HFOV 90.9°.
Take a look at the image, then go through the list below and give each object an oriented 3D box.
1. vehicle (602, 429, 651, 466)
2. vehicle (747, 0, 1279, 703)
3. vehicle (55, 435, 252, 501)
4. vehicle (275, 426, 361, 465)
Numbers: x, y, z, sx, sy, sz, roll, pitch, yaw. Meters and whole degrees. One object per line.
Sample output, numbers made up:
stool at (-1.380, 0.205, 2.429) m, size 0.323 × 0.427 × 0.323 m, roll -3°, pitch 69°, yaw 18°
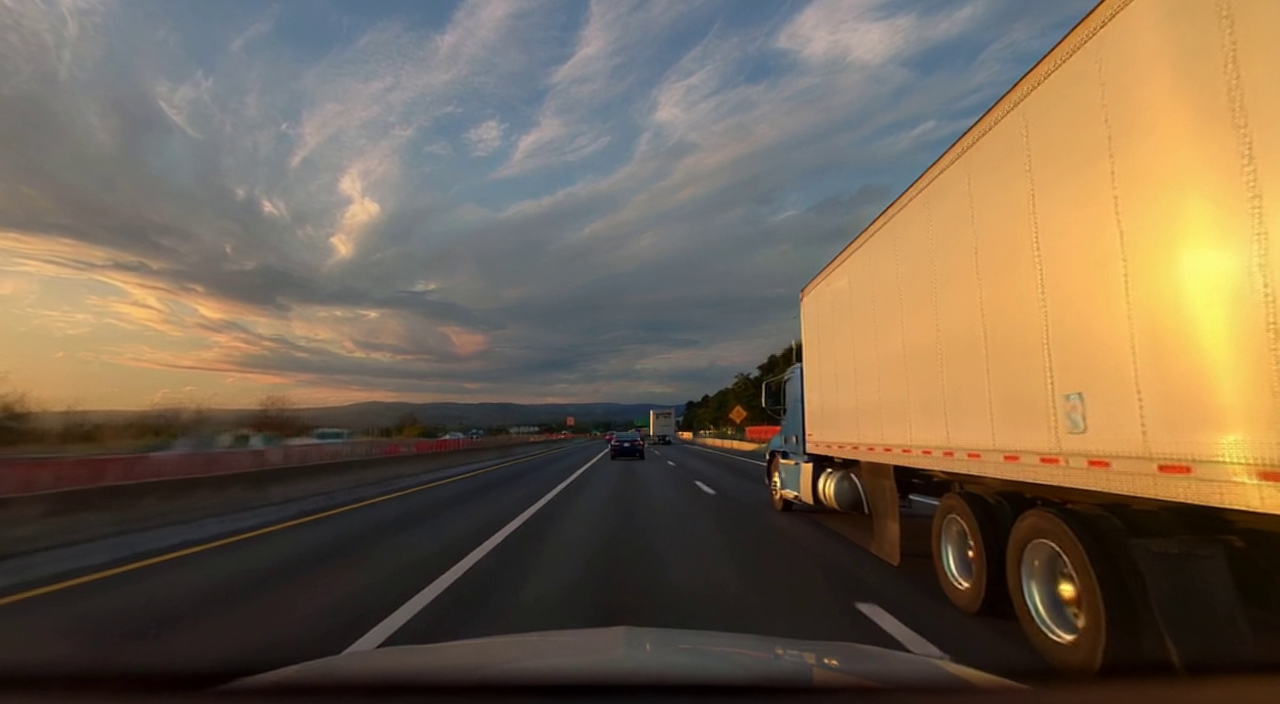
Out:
vehicle at (-0.571, 4.083, 27.220) m, size 1.929 × 1.469 × 3.677 m, roll 0°, pitch -8°, yaw -1°
vehicle at (3.541, 0.223, 5.802) m, size 2.919 × 3.634 × 10.888 m, roll 0°, pitch -8°, yaw -2°
vehicle at (-11.950, 2.809, 15.879) m, size 1.900 × 1.433 × 3.881 m, roll 0°, pitch -8°, yaw -2°
vehicle at (-15.367, 4.481, 30.345) m, size 1.926 × 1.703 × 4.276 m, roll 0°, pitch -8°, yaw -1°
